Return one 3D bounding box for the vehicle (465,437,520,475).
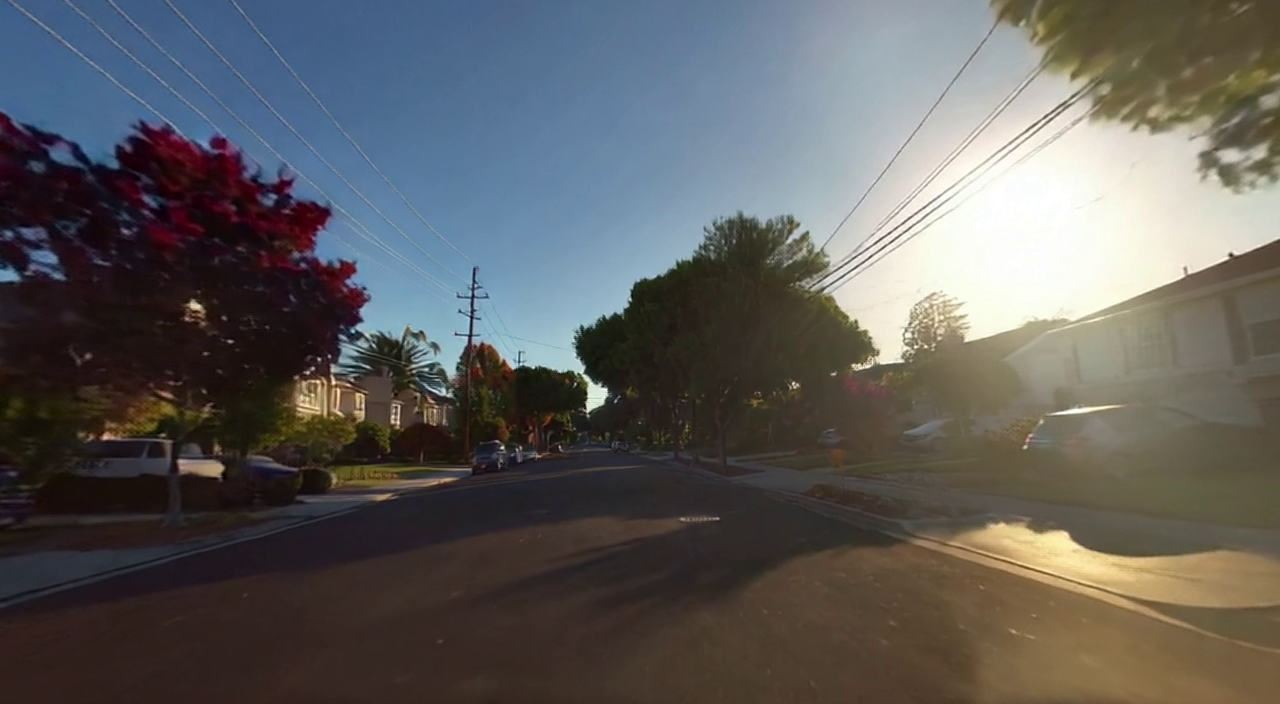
[{"bbox_3d":[-8.452,5.996,36.593,2.240,1.940,5.429,-2,-9,-4],"label":"vehicle"}]

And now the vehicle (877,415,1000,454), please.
[{"bbox_3d":[14.044,3.937,29.928,4.842,1.728,1.875,1,-9,-2],"label":"vehicle"}]

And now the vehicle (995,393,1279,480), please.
[{"bbox_3d":[10.287,1.843,13.356,4.293,1.657,1.961,-1,-12,5],"label":"vehicle"}]
